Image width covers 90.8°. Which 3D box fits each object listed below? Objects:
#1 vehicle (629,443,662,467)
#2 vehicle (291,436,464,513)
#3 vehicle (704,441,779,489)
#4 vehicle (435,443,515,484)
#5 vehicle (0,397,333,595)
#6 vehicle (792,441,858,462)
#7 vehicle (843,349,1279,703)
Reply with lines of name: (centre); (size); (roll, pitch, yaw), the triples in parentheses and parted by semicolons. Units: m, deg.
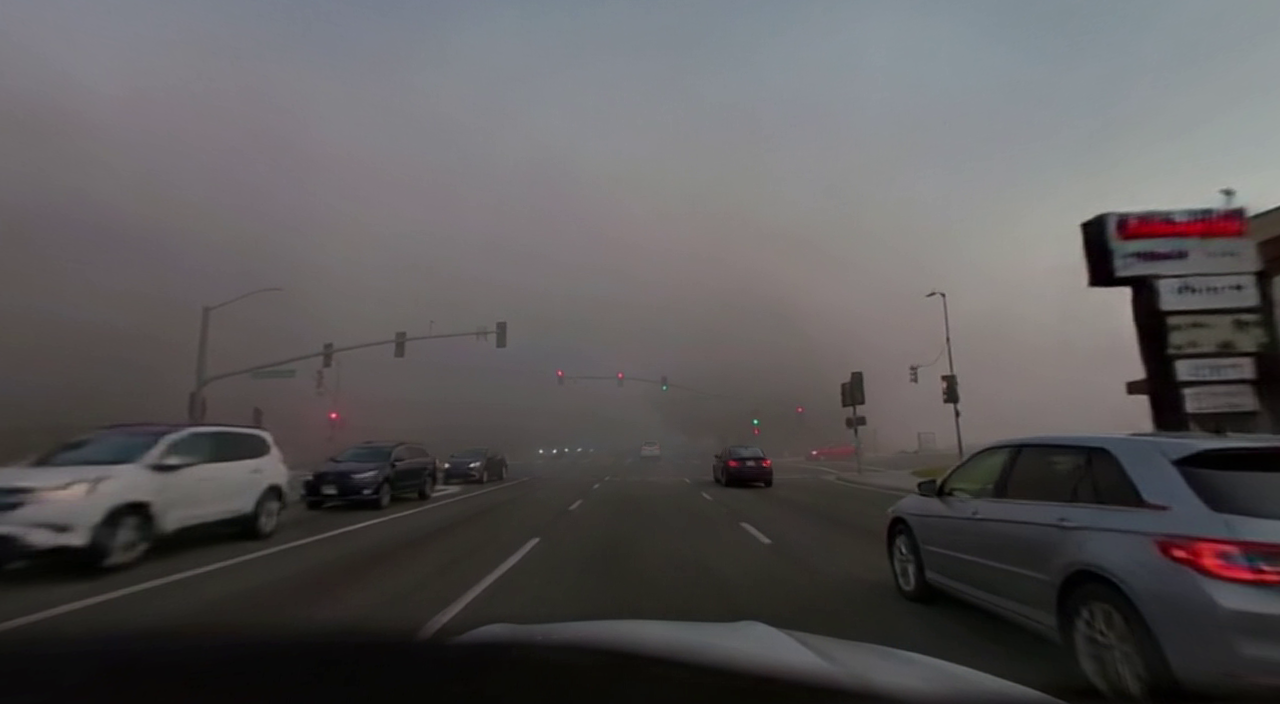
vehicle: (0.328, 6.617, 40.667); (2.008, 1.464, 4.052); (0, -8, -1)
vehicle: (-6.143, 2.909, 15.605); (2.176, 1.591, 4.778); (0, -8, 1)
vehicle: (3.385, 3.829, 21.831); (1.842, 1.480, 4.155); (0, -8, -1)
vehicle: (-6.501, 4.426, 25.356); (2.038, 1.484, 4.273); (0, -8, 0)
vehicle: (-6.228, 1.690, 8.303); (2.136, 1.837, 4.669); (0, -8, -2)
vehicle: (13.839, 7.506, 47.502); (4.370, 1.517, 1.939); (-1, -9, 3)
vehicle: (3.211, 1.096, 4.121); (2.174, 1.596, 4.779); (0, -8, 0)
